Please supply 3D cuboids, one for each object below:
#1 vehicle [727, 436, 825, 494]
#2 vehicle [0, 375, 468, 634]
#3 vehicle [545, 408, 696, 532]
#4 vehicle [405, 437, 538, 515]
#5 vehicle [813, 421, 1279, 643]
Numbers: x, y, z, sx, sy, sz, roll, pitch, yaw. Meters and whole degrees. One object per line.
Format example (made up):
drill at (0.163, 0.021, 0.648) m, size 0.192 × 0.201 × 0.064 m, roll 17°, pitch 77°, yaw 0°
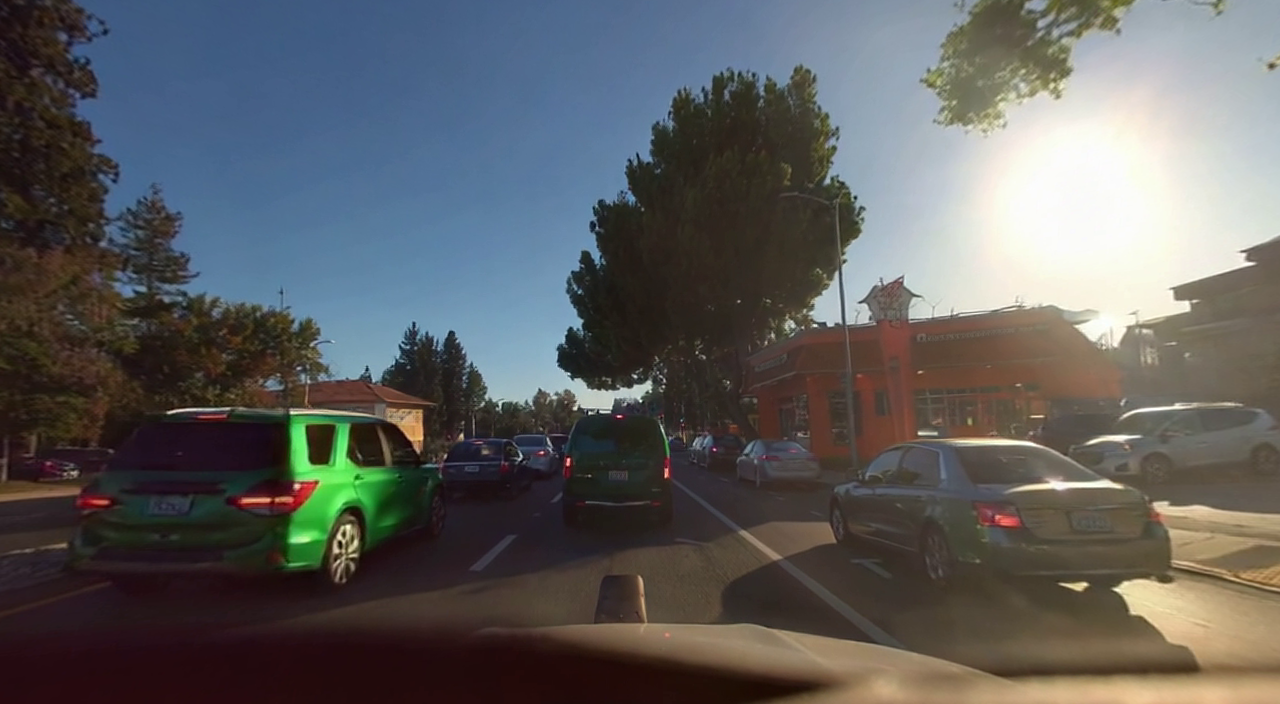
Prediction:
vehicle at (3.889, 3.304, 18.859) m, size 1.875 × 1.521 × 4.192 m, roll 0°, pitch -9°, yaw -1°
vehicle at (-3.628, 1.427, 6.857) m, size 2.231 × 1.853 × 4.461 m, roll 0°, pitch -9°, yaw 0°
vehicle at (-0.327, 2.079, 11.579) m, size 2.238 × 1.825 × 4.190 m, roll 0°, pitch -9°, yaw -1°
vehicle at (-3.560, 2.685, 14.187) m, size 1.849 × 1.451 × 4.218 m, roll 0°, pitch -9°, yaw -1°
vehicle at (3.384, 1.539, 6.485) m, size 1.900 × 1.477 × 4.352 m, roll 0°, pitch -9°, yaw -1°
